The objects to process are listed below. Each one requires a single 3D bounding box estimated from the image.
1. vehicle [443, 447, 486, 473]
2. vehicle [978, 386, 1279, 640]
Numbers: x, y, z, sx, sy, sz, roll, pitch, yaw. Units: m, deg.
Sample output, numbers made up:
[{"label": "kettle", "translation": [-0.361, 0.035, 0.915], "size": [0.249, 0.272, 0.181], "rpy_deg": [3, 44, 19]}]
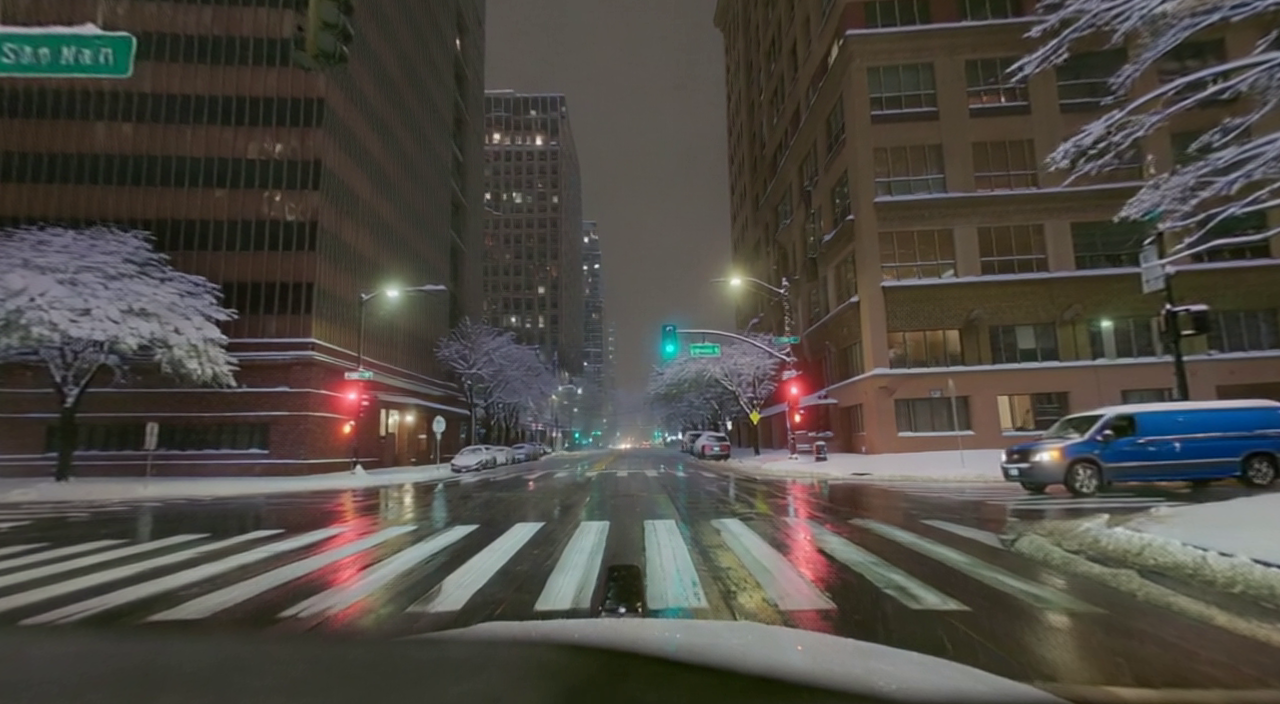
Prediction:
[{"label": "vehicle", "translation": [-12.438, 7.653, 45.086], "size": [1.935, 1.639, 4.244], "rpy_deg": [-3, -8, -2]}, {"label": "vehicle", "translation": [5.589, 1.347, 5.827], "size": [2.070, 1.804, 4.881], "rpy_deg": [0, -8, -2]}]
